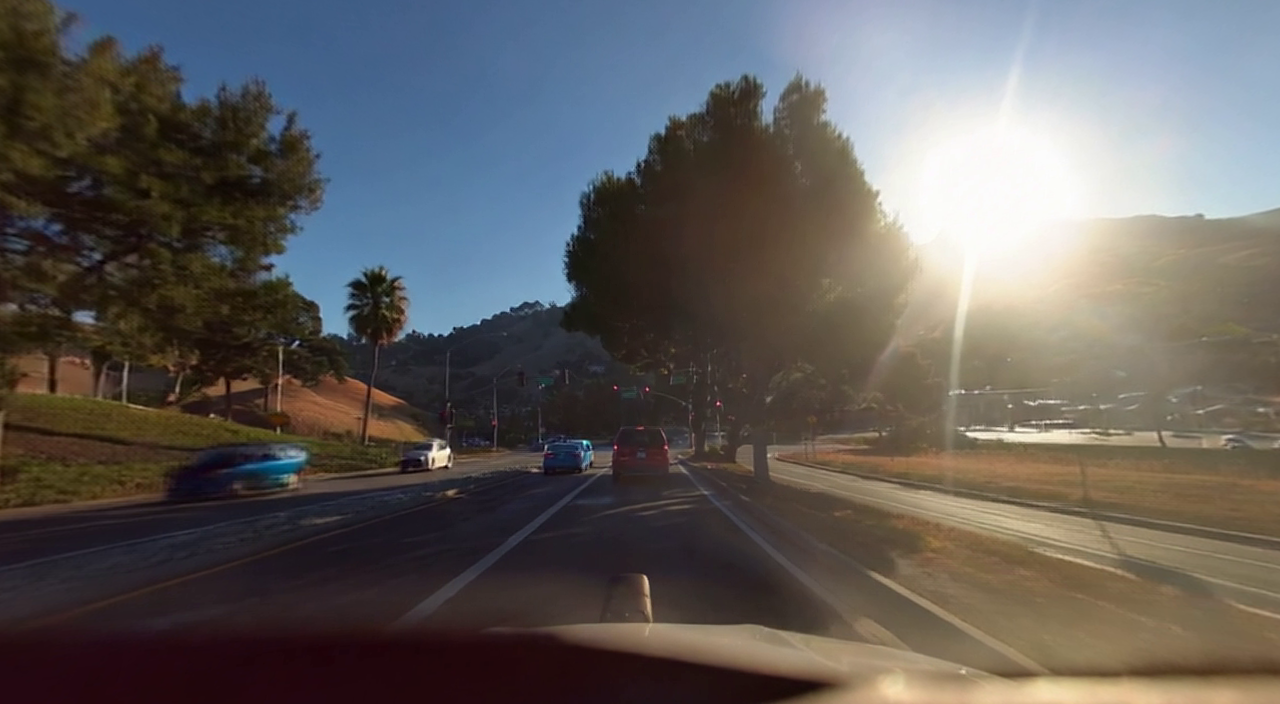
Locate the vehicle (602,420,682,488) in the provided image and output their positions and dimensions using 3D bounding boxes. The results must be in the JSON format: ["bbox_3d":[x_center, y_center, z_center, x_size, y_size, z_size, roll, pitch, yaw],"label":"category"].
[{"bbox_3d":[0.087,3.110,19.453,2.185,1.822,4.391,-1,-9,1],"label":"vehicle"}]

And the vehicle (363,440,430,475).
[{"bbox_3d":[-11.182,4.836,29.232,1.991,1.469,4.596,1,-9,-10],"label":"vehicle"}]

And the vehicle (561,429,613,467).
[{"bbox_3d":[-2.608,4.882,32.105,2.131,1.783,4.540,-1,-9,1],"label":"vehicle"}]

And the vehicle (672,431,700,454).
[{"bbox_3d":[3.522,7.017,48.826,1.817,1.662,3.843,0,-9,-1],"label":"vehicle"}]
